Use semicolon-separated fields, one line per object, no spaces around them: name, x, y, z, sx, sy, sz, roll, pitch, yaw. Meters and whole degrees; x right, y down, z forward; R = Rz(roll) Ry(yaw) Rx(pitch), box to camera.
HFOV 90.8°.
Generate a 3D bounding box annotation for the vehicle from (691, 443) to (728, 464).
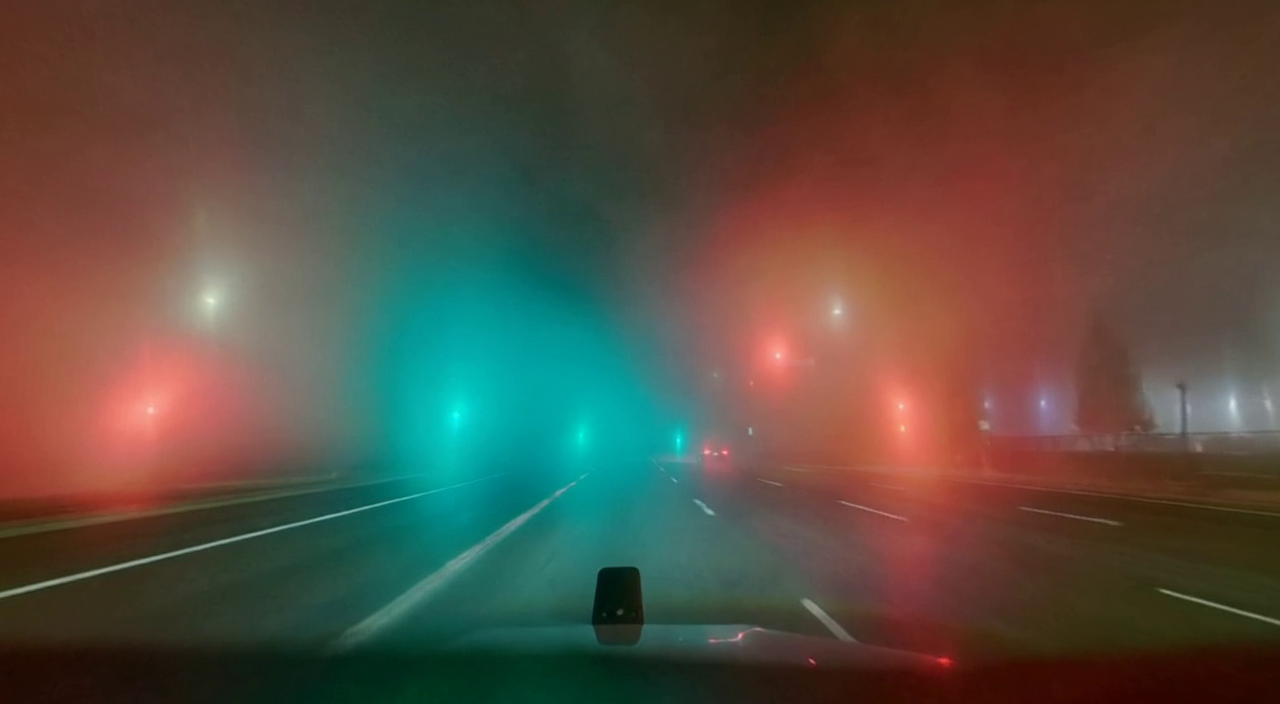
vehicle;5.200;7.691;48.090;2.187;1.475;4.529;0;-9;-1
